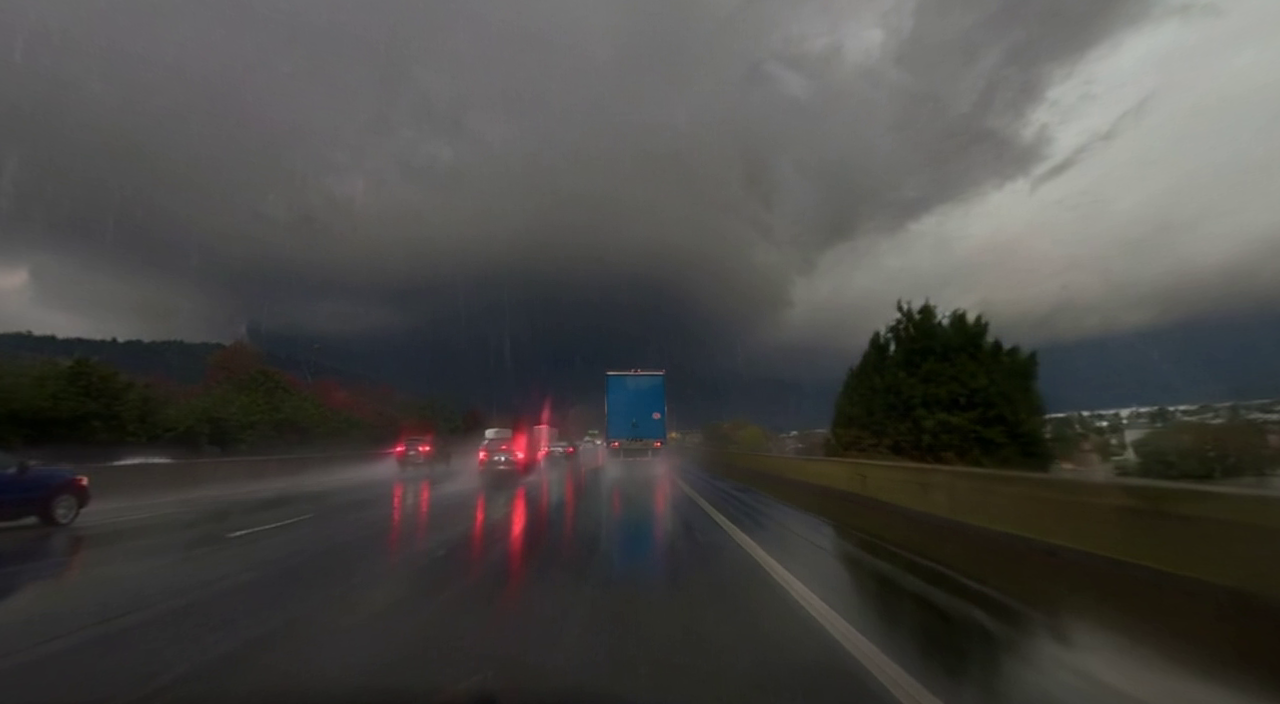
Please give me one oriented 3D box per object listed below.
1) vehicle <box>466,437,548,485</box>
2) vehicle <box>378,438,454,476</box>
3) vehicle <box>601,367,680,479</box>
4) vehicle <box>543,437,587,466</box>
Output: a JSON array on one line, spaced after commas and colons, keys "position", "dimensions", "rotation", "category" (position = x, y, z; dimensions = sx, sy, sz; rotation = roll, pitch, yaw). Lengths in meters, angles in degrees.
[{"position": [-4.835, 4.003, 23.474], "dimensions": [2.164, 1.582, 3.979], "rotation": [0, -8, 0], "category": "vehicle"}, {"position": [-10.211, 4.801, 29.039], "dimensions": [1.952, 1.590, 4.090], "rotation": [0, -8, 1], "category": "vehicle"}, {"position": [-0.222, 3.371, 28.739], "dimensions": [2.913, 4.113, 10.724], "rotation": [0, -8, -2], "category": "vehicle"}, {"position": [-4.553, 6.089, 38.790], "dimensions": [2.158, 1.680, 4.087], "rotation": [0, -8, 0], "category": "vehicle"}]
